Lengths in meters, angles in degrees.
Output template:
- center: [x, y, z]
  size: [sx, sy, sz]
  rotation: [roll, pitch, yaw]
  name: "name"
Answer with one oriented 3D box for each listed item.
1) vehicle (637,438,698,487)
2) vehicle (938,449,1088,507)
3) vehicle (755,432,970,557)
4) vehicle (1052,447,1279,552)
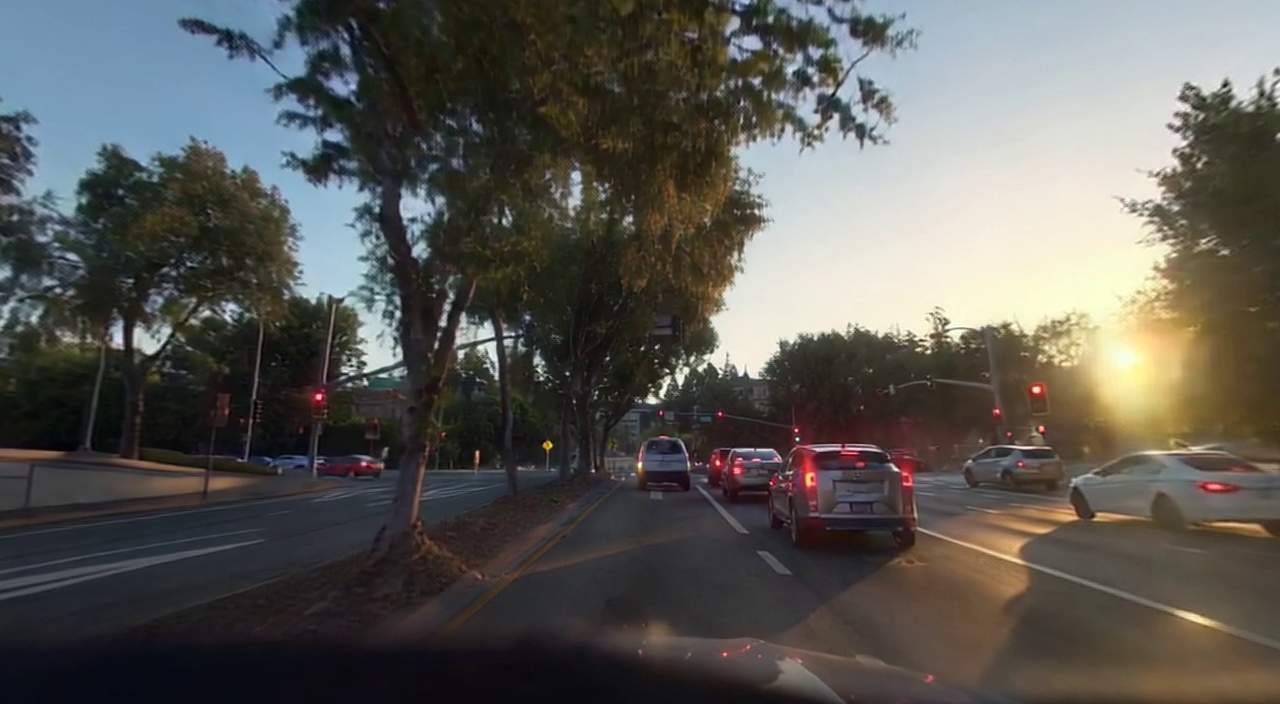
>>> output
- center: [1.029, 4.426, 25.723]
  size: [2.245, 1.800, 4.522]
  rotation: [0, -8, 0]
  name: "vehicle"
- center: [10.789, 3.629, 18.677]
  size: [1.842, 1.466, 4.379]
  rotation: [0, -8, 2]
  name: "vehicle"
- center: [3.236, 2.139, 10.208]
  size: [2.078, 1.578, 4.107]
  rotation: [0, -8, 2]
  name: "vehicle"
- center: [9.546, 2.386, 10.971]
  size: [1.884, 1.422, 4.262]
  rotation: [0, -8, 0]
  name: "vehicle"
